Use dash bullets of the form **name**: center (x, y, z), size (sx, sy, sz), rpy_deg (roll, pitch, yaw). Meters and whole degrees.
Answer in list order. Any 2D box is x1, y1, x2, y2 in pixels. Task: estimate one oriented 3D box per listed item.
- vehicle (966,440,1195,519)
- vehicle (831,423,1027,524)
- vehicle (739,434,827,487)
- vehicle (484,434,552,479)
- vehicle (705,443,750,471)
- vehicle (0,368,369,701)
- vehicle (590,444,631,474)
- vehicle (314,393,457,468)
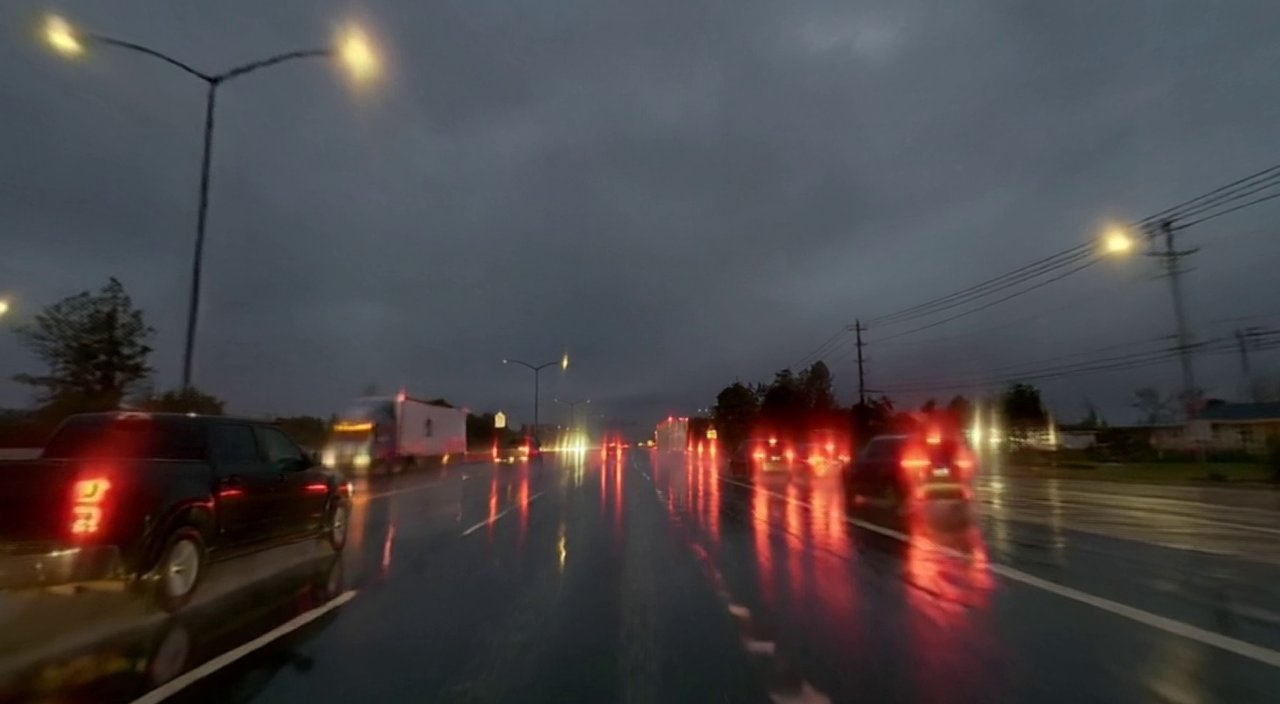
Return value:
- **vehicle**: center (9.891, 2.863, 14.748), size (1.969, 1.521, 4.580), rpy_deg (1, -9, -1)
- **vehicle**: center (5.587, 2.392, 12.884), size (1.977, 1.705, 4.078), rpy_deg (1, -9, -1)
- **vehicle**: center (5.330, 4.116, 24.213), size (2.086, 1.783, 4.868), rpy_deg (1, -9, -2)
- **vehicle**: center (-5.372, 4.678, 28.389), size (2.147, 1.825, 4.602), rpy_deg (0, -9, 0)
- **vehicle**: center (5.246, 6.334, 38.162), size (1.978, 1.607, 4.245), rpy_deg (1, -9, -2)
- **vehicle**: center (-4.367, 1.247, 5.428), size (2.127, 1.705, 4.374), rpy_deg (1, -9, -1)
- **vehicle**: center (-1.531, 5.760, 34.073), size (2.060, 1.508, 4.308), rpy_deg (1, -9, -1)
- **vehicle**: center (-14.291, 4.799, 37.339), size (3.082, 3.601, 13.571), rpy_deg (1, -9, -1)
